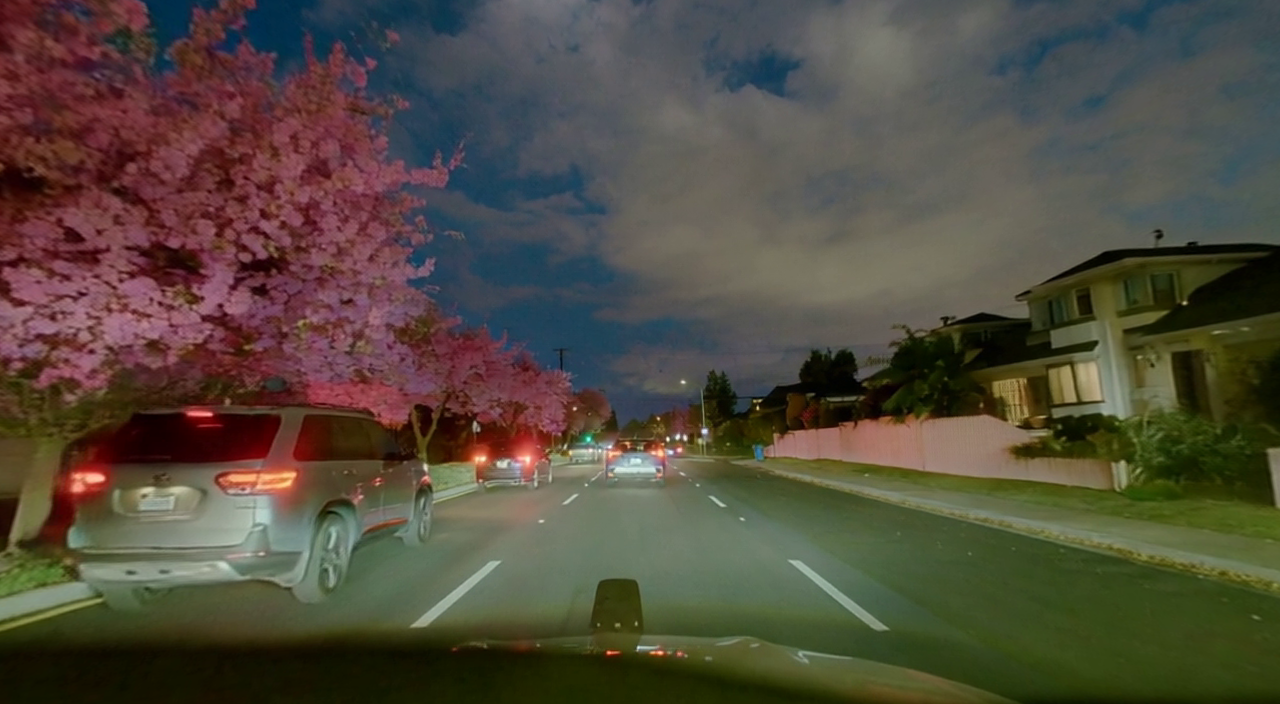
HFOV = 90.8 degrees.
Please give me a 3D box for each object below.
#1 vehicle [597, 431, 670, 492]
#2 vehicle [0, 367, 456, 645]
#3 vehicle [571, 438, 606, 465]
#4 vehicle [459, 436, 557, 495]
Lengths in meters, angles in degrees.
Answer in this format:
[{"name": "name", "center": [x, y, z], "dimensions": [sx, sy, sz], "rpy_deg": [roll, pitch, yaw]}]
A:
[{"name": "vehicle", "center": [-0.187, 3.301, 19.346], "dimensions": [1.997, 1.636, 3.760], "rpy_deg": [0, -8, 0]}, {"name": "vehicle", "center": [-3.745, 1.408, 6.866], "dimensions": [2.161, 1.919, 4.798], "rpy_deg": [0, -8, -2]}, {"name": "vehicle", "center": [-3.555, 6.979, 44.478], "dimensions": [2.080, 1.780, 4.879], "rpy_deg": [0, -8, 0]}, {"name": "vehicle", "center": [-3.783, 3.322, 18.907], "dimensions": [2.066, 1.565, 3.905], "rpy_deg": [0, -8, 0]}]
